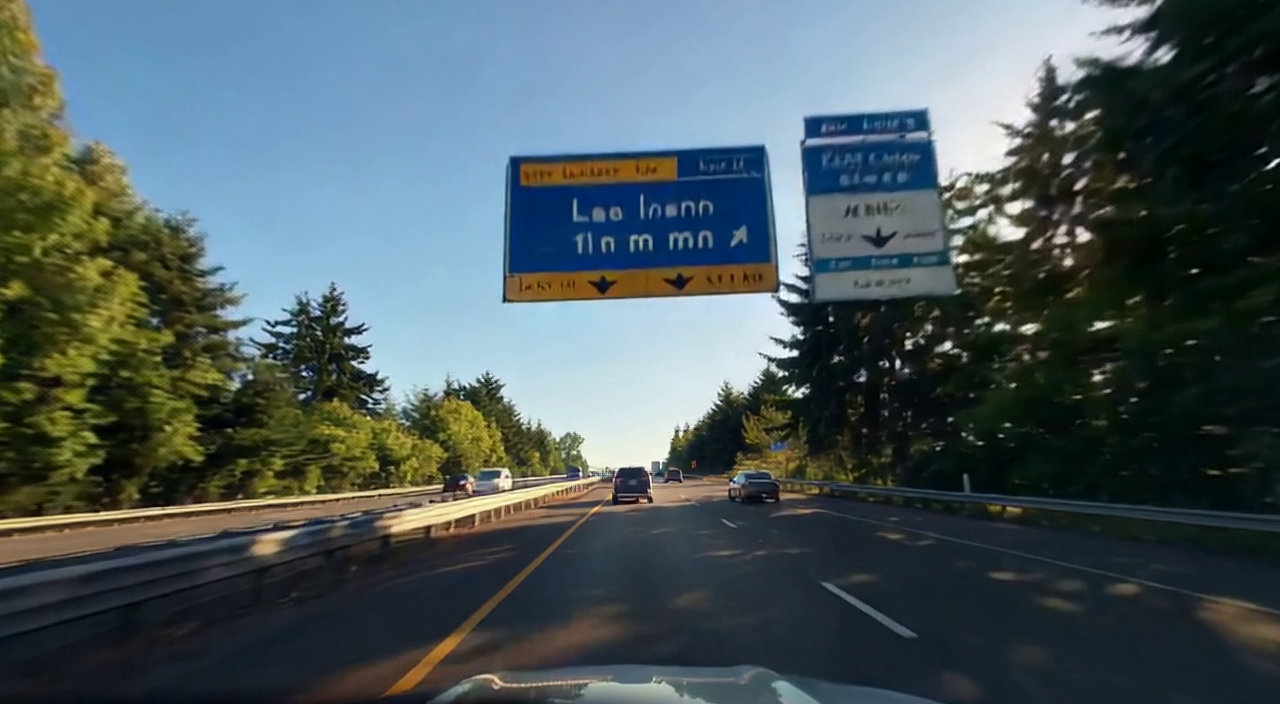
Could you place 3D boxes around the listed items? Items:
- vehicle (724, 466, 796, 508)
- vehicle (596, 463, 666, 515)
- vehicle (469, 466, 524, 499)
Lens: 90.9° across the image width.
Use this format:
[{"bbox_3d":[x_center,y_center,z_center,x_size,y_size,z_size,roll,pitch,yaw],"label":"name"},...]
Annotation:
[{"bbox_3d":[4.650,5.294,24.981,1.974,1.476,4.119,1,-10,-1],"label":"vehicle"},{"bbox_3d":[-0.261,4.389,20.458,2.060,1.473,3.726,1,-10,0],"label":"vehicle"},{"bbox_3d":[-7.513,6.854,33.255,1.911,1.585,3.952,1,-10,1],"label":"vehicle"}]
